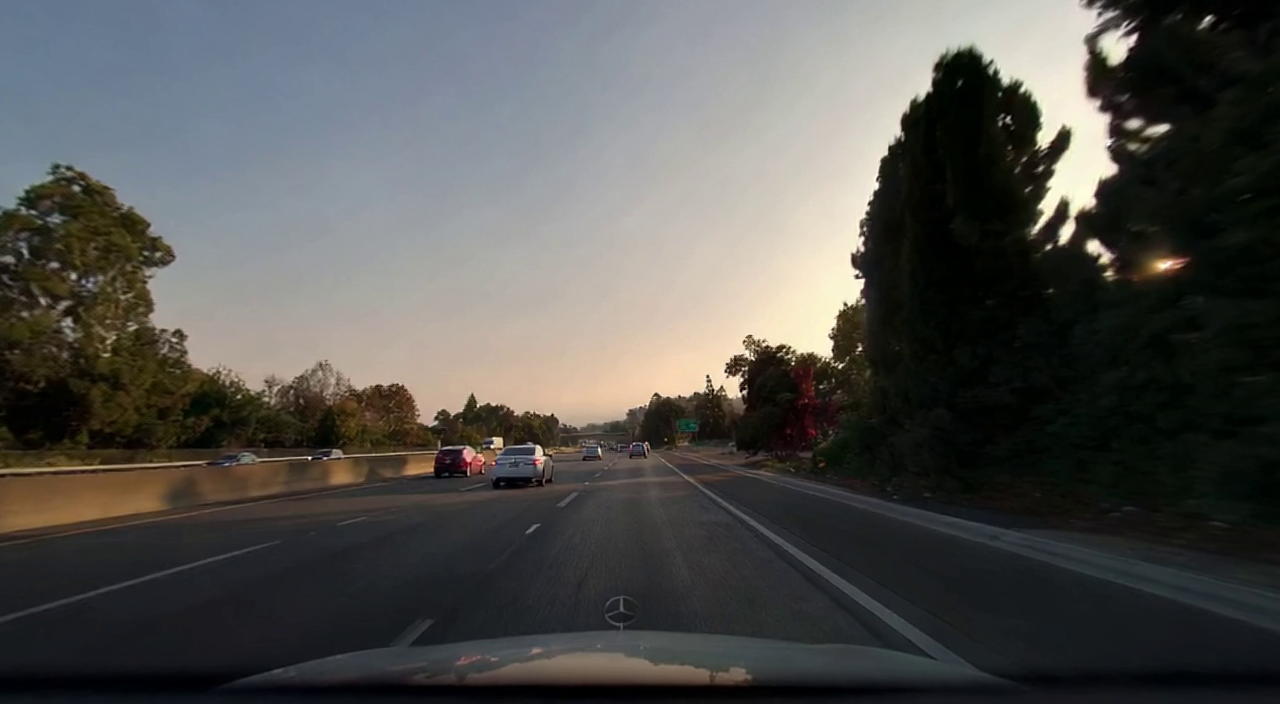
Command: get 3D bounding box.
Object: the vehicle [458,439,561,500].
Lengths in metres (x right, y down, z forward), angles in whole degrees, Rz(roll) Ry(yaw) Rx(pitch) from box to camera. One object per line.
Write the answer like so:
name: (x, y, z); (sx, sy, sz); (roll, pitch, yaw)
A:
vehicle: (-3.413, 3.146, 17.360); (1.920, 1.463, 4.134); (0, -9, 0)

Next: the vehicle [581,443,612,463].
vehicle: (-3.287, 7.772, 48.681); (2.086, 1.460, 4.301); (0, -9, 0)
